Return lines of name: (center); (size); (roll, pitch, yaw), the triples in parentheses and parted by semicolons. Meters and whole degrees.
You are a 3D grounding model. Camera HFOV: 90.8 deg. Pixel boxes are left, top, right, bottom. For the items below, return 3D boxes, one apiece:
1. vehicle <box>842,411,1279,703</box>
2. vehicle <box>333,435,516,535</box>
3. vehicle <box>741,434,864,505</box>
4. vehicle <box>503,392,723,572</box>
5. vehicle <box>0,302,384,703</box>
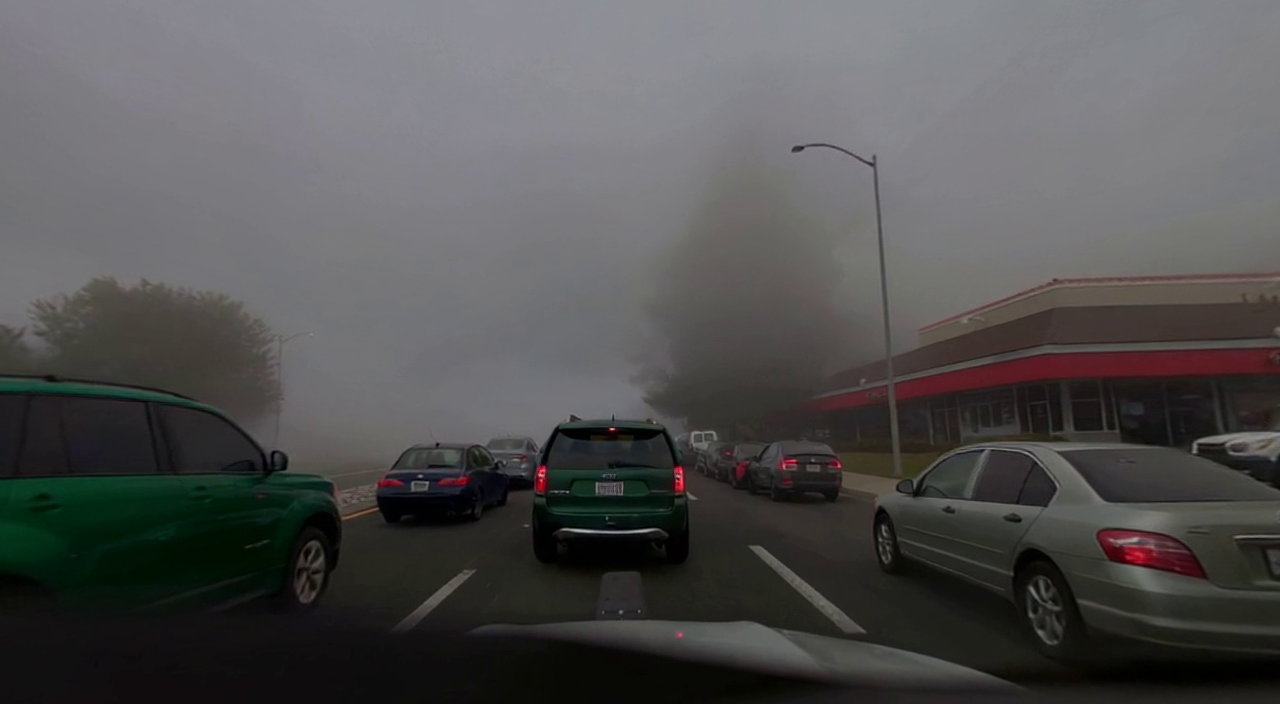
vehicle: (3.376, 1.351, 5.235); (1.900, 1.477, 4.352); (0, -9, -1)
vehicle: (-3.570, 2.265, 11.408); (1.849, 1.451, 4.218); (0, -9, -1)
vehicle: (3.896, 2.891, 15.964); (1.875, 1.521, 4.192); (0, -9, -2)
vehicle: (-0.311, 1.639, 8.628); (2.238, 1.825, 4.190); (0, -9, -1)
vehicle: (-3.598, 0.942, 3.782); (2.231, 1.853, 4.461); (0, -9, 0)
